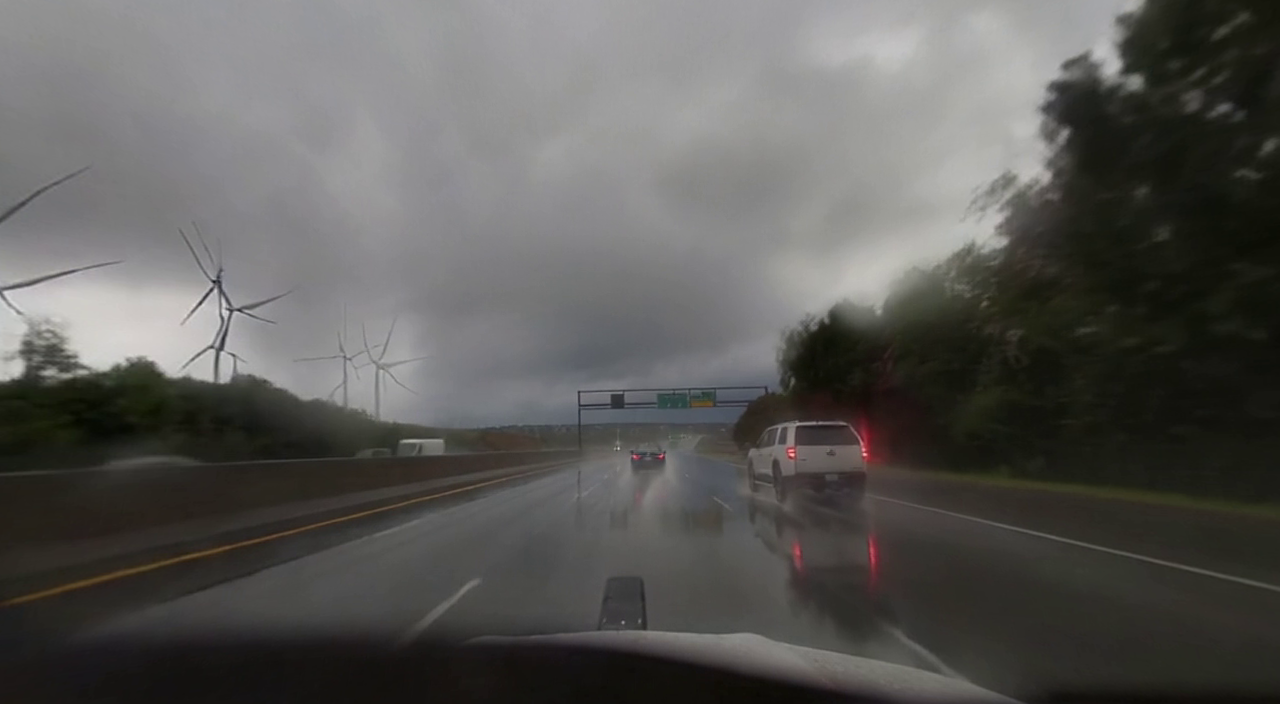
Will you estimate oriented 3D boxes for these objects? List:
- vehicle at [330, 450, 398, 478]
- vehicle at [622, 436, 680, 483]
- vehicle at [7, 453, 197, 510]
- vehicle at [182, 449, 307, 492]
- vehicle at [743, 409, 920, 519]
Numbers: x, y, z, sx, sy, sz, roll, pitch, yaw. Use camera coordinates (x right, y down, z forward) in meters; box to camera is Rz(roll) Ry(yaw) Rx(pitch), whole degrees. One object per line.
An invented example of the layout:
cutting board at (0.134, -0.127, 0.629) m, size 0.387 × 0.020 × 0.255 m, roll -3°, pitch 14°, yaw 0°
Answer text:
vehicle at (-19.347, 7.849, 44.507) m, size 2.231 × 1.736 × 5.468 m, roll -1°, pitch -8°, yaw 1°
vehicle at (0.364, 4.166, 24.712) m, size 2.083 × 1.653 × 3.787 m, roll -1°, pitch -9°, yaw 0°
vehicle at (-15.979, 3.821, 19.112) m, size 1.758 × 1.456 × 4.483 m, roll -1°, pitch -9°, yaw 1°
vehicle at (-16.043, 4.798, 25.886) m, size 2.420 × 1.543 × 4.109 m, roll -1°, pitch -9°, yaw 1°
vehicle at (3.731, 2.315, 13.470) m, size 2.104 × 1.861 × 4.956 m, roll -1°, pitch -9°, yaw -1°
